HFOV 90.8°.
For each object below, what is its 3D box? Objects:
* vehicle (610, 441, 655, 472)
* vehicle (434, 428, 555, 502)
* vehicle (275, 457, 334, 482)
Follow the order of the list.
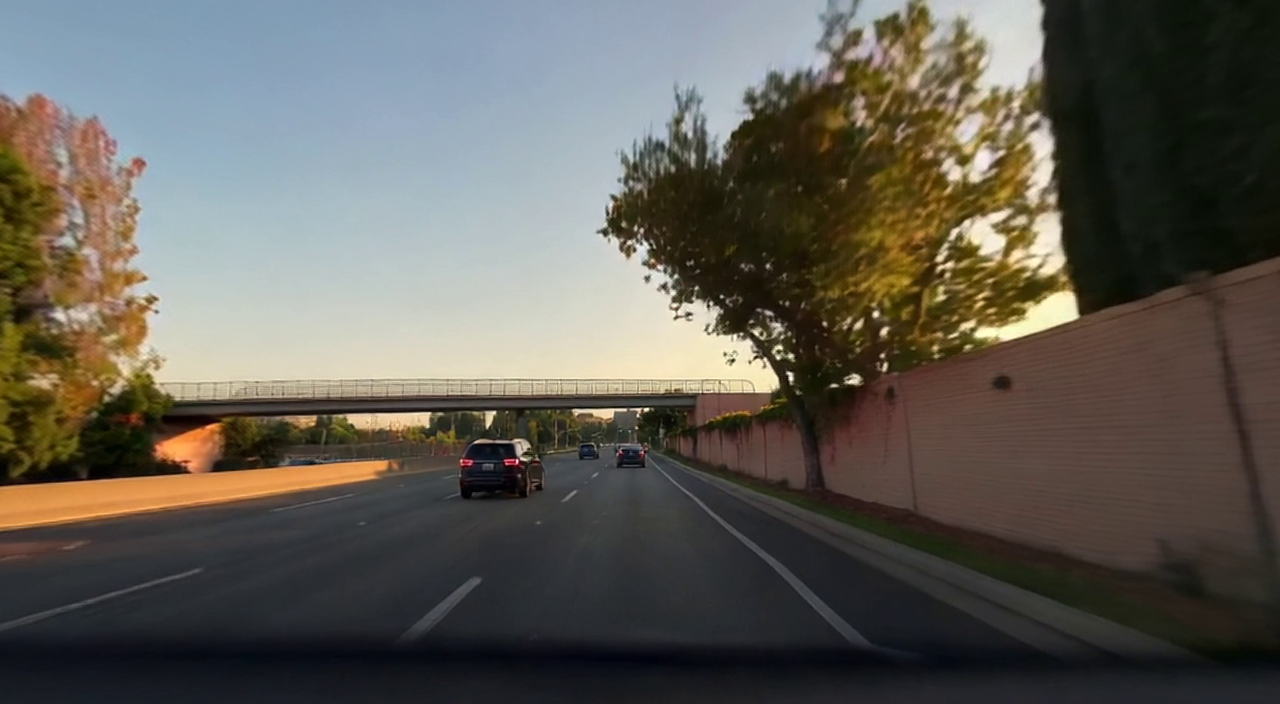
[{"bbox_3d":[-0.416,5.467,33.254,2.205,1.509,4.272,0,-9,-1],"label":"vehicle"},{"bbox_3d":[-3.845,3.101,17.697,2.223,1.771,4.581,0,-9,1],"label":"vehicle"},{"bbox_3d":[-24.794,8.681,46.822,1.854,1.645,4.522,0,-9,0],"label":"vehicle"}]
